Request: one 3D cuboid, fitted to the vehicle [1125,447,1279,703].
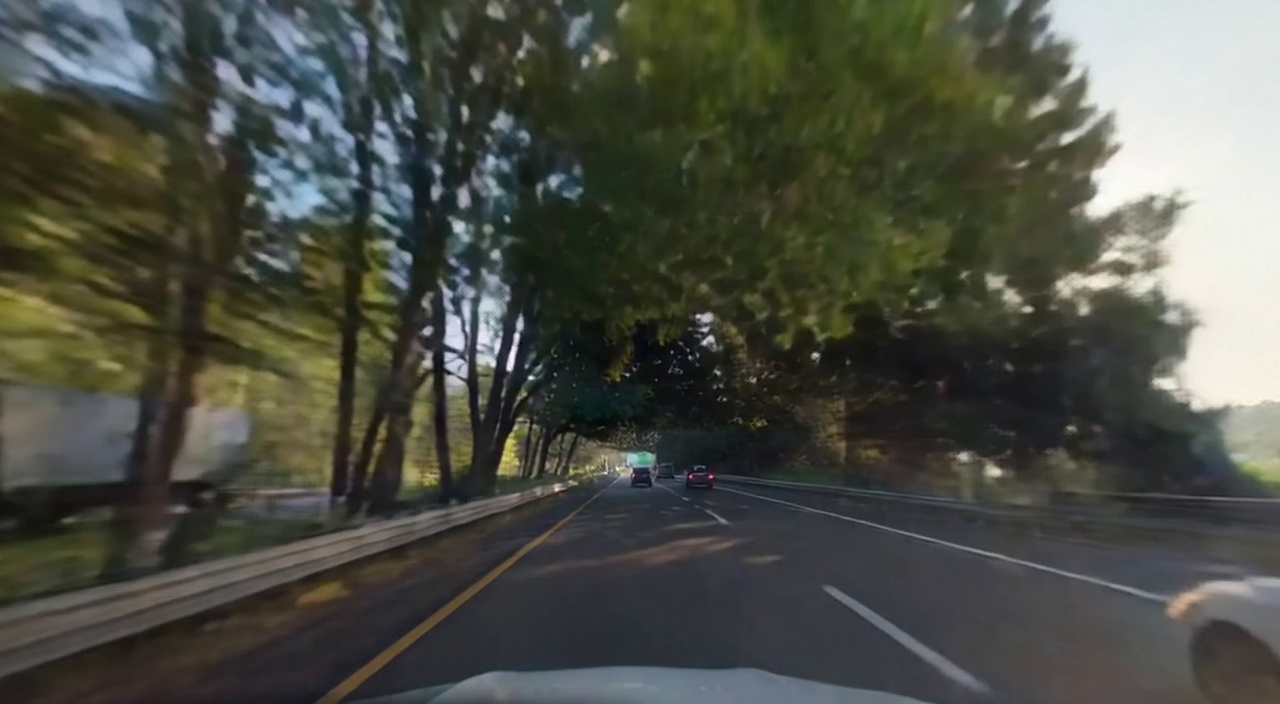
[{"bbox_3d":[3.987,0.872,1.277,2.018,1.426,4.941,1,-11,-1],"label":"vehicle"}]

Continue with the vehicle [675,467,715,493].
[{"bbox_3d":[3.311,7.812,38.701,1.976,1.467,3.783,1,-11,-3],"label":"vehicle"}]

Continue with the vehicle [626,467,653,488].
[{"bbox_3d":[-0.056,9.500,47.932,1.980,1.483,3.865,1,-11,-1],"label":"vehicle"}]

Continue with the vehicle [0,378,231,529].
[{"bbox_3d":[-19.589,3.562,21.492,3.219,4.058,14.151,2,-11,-6],"label":"vehicle"}]
